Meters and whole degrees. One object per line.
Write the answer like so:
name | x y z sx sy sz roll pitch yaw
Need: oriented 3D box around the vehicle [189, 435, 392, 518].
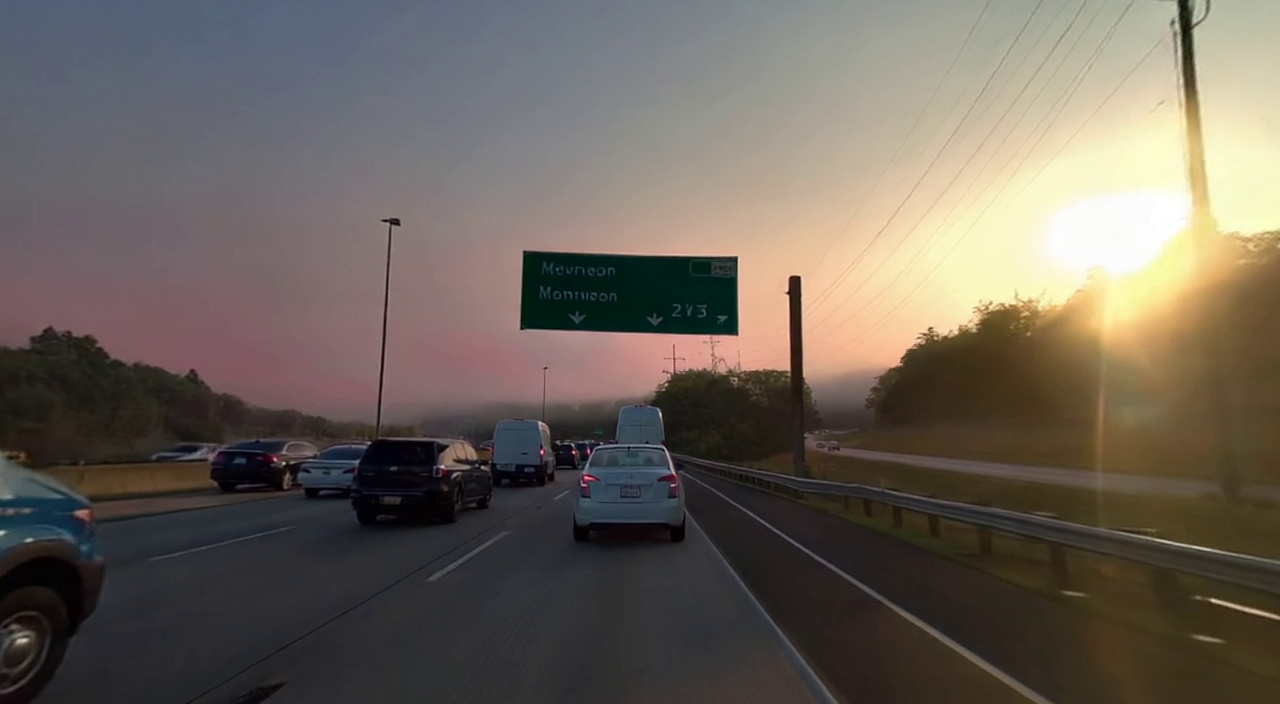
vehicle | -7.272 2.608 13.704 1.851 1.497 4.296 0 -8 2

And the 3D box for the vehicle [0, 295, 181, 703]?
vehicle | -3.918 0.541 1.465 2.142 1.952 4.556 0 -8 1

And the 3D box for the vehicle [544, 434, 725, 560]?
vehicle | -0.053 1.951 9.220 2.054 1.421 4.090 0 -8 0

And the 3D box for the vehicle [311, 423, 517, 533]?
vehicle | -3.888 2.243 11.823 2.114 1.657 4.432 0 -8 2
